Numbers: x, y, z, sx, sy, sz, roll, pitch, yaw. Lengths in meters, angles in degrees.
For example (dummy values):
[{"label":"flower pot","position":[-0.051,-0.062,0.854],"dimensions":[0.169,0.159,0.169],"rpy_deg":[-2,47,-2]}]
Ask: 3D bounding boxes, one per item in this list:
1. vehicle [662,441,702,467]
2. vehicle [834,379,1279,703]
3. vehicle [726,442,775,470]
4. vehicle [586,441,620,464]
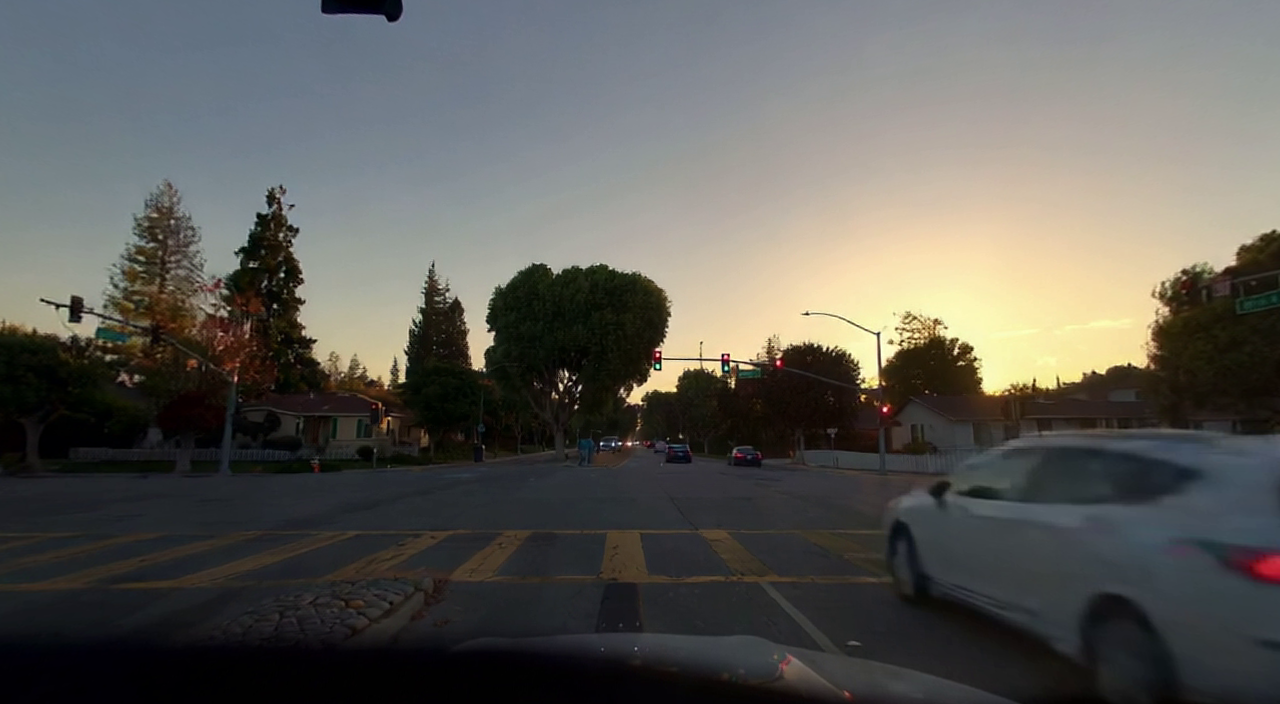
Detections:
[{"label":"vehicle","position":[2.499,6.269,38.963],"dimensions":[2.079,1.473,4.748],"rpy_deg":[0,-9,-1]},{"label":"vehicle","position":[2.977,1.091,3.560],"dimensions":[2.142,1.506,4.948],"rpy_deg":[0,-9,-1]},{"label":"vehicle","position":[6.240,5.933,36.177],"dimensions":[1.908,1.450,4.564],"rpy_deg":[0,-9,-1]},{"label":"vehicle","position":[-2.417,6.711,42.277],"dimensions":[2.045,1.484,3.991],"rpy_deg":[0,-9,0]}]
